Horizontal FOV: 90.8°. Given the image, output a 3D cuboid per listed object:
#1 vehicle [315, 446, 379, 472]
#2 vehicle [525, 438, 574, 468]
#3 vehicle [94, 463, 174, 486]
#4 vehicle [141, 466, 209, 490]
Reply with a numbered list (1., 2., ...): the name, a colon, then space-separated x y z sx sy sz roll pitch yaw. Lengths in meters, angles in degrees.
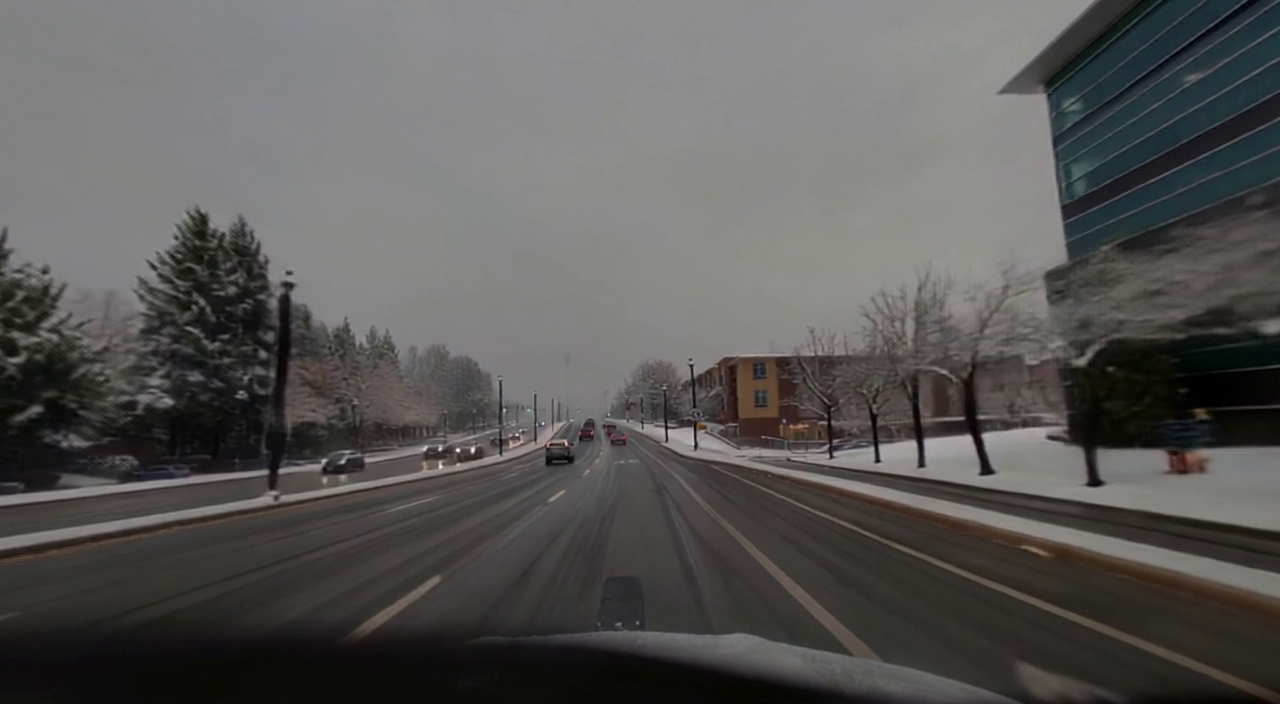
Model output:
1. vehicle: -20.036 7.337 43.489 2.077 1.655 4.570 0 -8 2
2. vehicle: -4.729 5.331 33.509 2.025 1.474 4.292 0 -8 -1
3. vehicle: -39.437 9.534 49.307 4.336 1.572 1.985 2 -8 -12
4. vehicle: -33.506 9.060 45.634 1.677 1.410 4.130 0 -7 2
